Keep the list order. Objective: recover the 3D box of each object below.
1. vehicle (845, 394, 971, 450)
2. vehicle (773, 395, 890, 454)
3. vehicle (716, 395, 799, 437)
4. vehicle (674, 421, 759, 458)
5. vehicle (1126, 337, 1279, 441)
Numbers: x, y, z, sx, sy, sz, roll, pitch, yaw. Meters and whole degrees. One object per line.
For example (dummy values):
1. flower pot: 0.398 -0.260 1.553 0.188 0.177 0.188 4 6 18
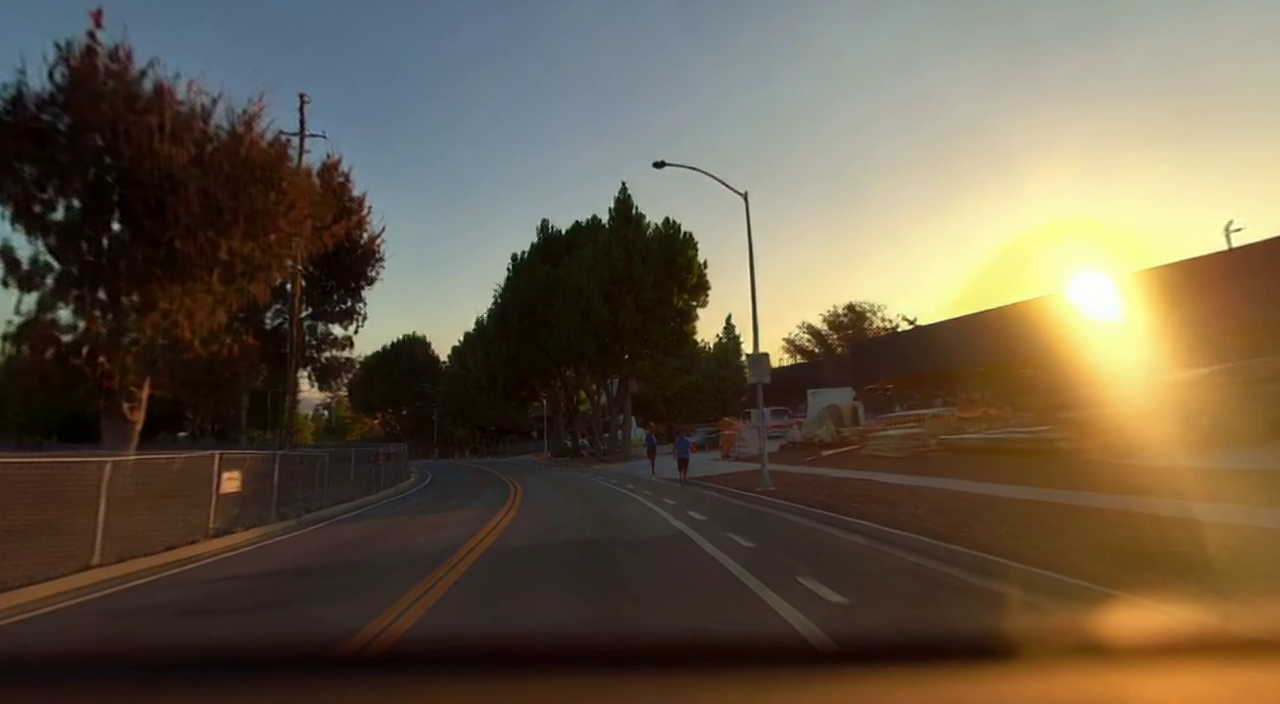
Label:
1. vehicle: 8.774 2.346 20.866 3.451 1.504 1.652 5 -11 -6
2. vehicle: 7.107 2.759 23.589 3.674 1.559 1.775 10 -12 -10
3. vehicle: 6.678 3.658 35.904 4.180 1.880 2.028 9 -9 -26
4. vehicle: 4.970 5.680 41.013 5.021 1.930 2.119 -1 -8 -30
5. vehicle: 9.825 0.607 9.673 1.635 1.445 3.563 0 -8 -6
